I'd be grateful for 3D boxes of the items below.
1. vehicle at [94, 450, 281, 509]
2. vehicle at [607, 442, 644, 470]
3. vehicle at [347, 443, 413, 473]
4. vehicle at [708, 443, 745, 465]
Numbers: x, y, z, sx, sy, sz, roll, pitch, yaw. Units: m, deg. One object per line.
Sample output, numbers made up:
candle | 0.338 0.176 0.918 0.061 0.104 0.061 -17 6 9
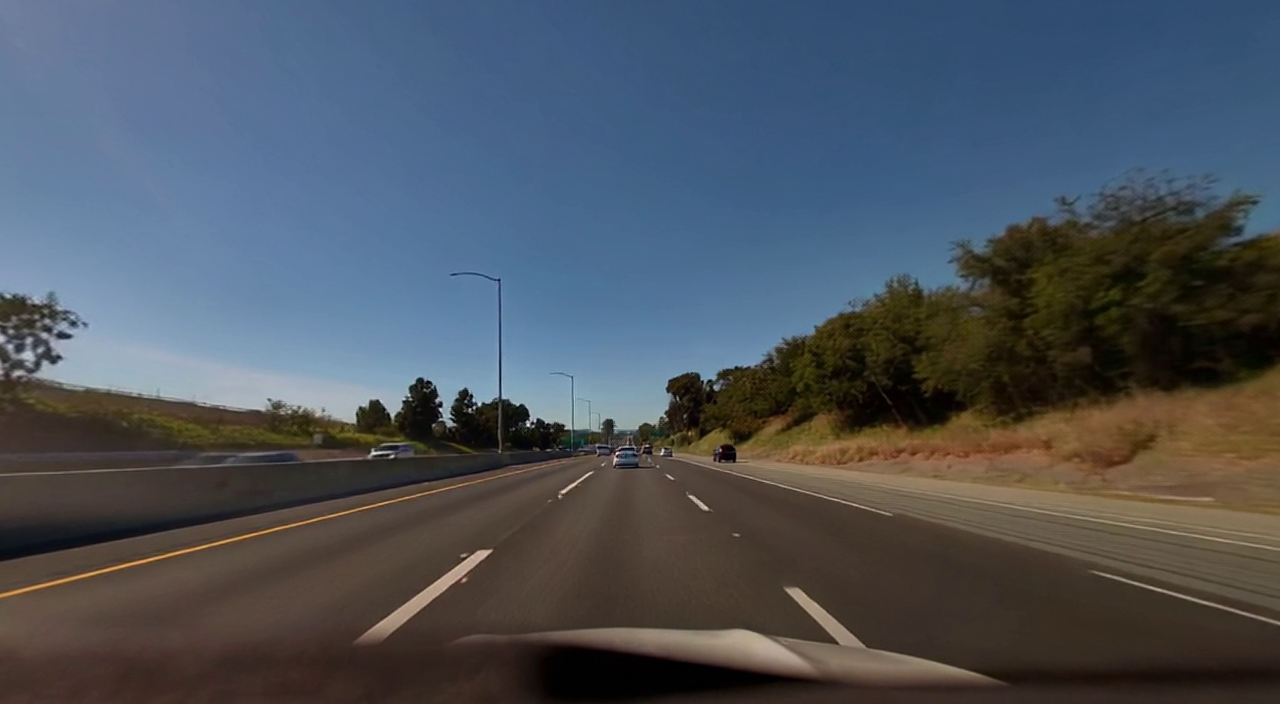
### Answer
vehicle | -13.206 3.720 18.930 2.147 1.491 4.725 0 -8 -1
vehicle | -0.833 5.970 36.445 1.985 1.457 4.227 0 -8 -2
vehicle | -17.463 7.127 42.785 2.187 1.925 5.431 0 -9 -1
vehicle | 6.326 7.483 46.564 1.935 1.478 4.433 0 -9 -3
